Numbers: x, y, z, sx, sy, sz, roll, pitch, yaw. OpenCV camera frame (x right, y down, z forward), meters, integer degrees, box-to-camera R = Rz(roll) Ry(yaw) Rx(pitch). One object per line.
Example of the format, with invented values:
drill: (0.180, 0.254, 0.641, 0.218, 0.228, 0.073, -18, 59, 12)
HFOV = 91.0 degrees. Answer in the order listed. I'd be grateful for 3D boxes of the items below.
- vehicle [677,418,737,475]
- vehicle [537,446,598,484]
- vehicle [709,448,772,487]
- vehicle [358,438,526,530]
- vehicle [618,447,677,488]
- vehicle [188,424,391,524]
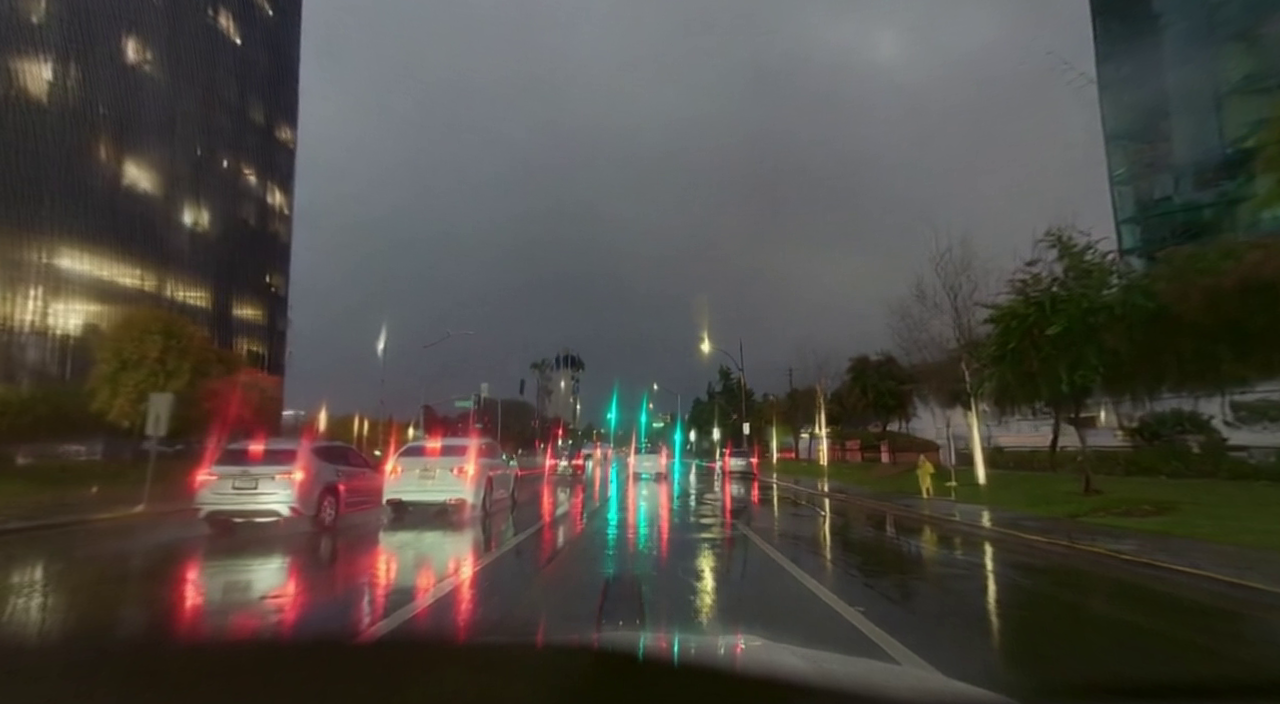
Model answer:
vehicle: (4.310, 6.518, 43.540, 3.074, 3.316, 12.953, 0, -9, 1)
vehicle: (-3.069, 4.888, 27.627, 2.044, 1.508, 4.479, 0, -9, 1)
vehicle: (4.225, 4.898, 27.149, 1.940, 1.514, 4.187, 0, -9, -1)
vehicle: (-3.706, 2.538, 12.713, 1.933, 1.520, 4.195, 0, -9, 1)
vehicle: (0.290, 4.631, 25.725, 2.174, 1.509, 4.374, 0, -9, 0)
vehicle: (-7.052, 2.475, 13.266, 1.902, 1.765, 3.973, 0, -9, 1)
